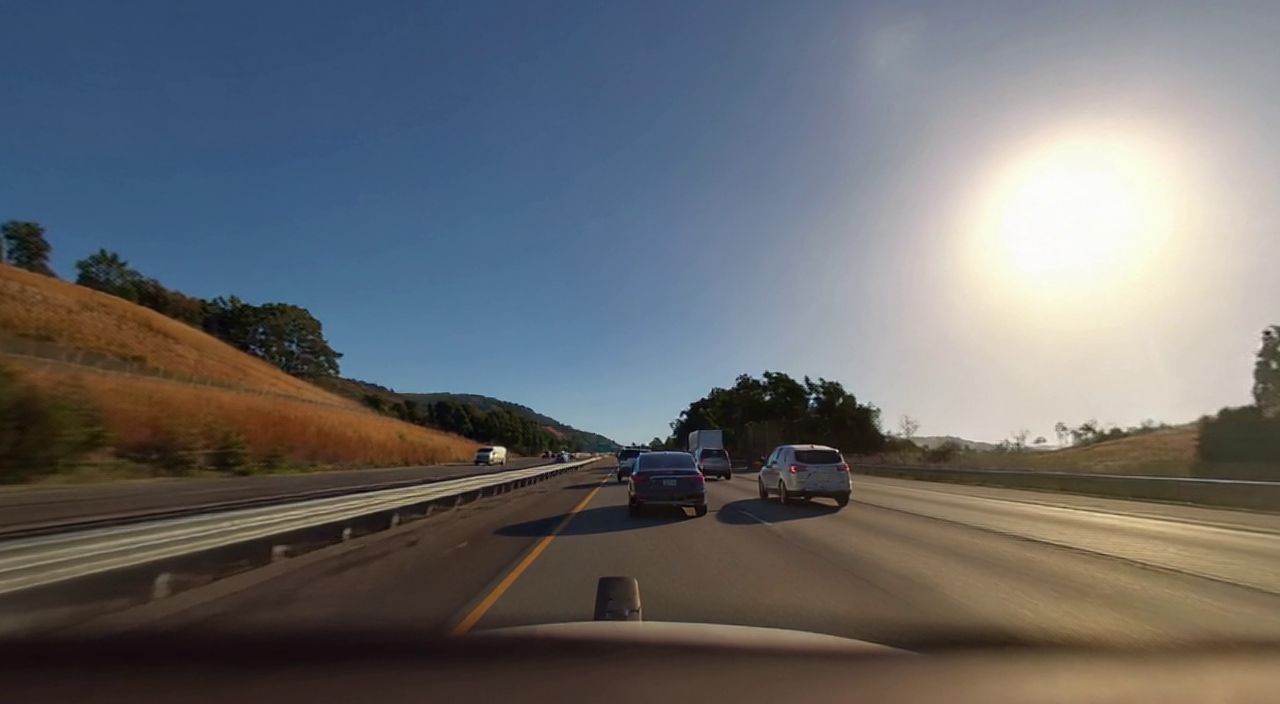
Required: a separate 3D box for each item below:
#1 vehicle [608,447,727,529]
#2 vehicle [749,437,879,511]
[{"bbox_3d":[0.445,2.701,13.051,2.094,1.426,3.725,0,-9,-1],"label":"vehicle"},{"bbox_3d":[4.351,3.142,16.677,1.998,1.657,4.604,0,-9,-2],"label":"vehicle"}]
